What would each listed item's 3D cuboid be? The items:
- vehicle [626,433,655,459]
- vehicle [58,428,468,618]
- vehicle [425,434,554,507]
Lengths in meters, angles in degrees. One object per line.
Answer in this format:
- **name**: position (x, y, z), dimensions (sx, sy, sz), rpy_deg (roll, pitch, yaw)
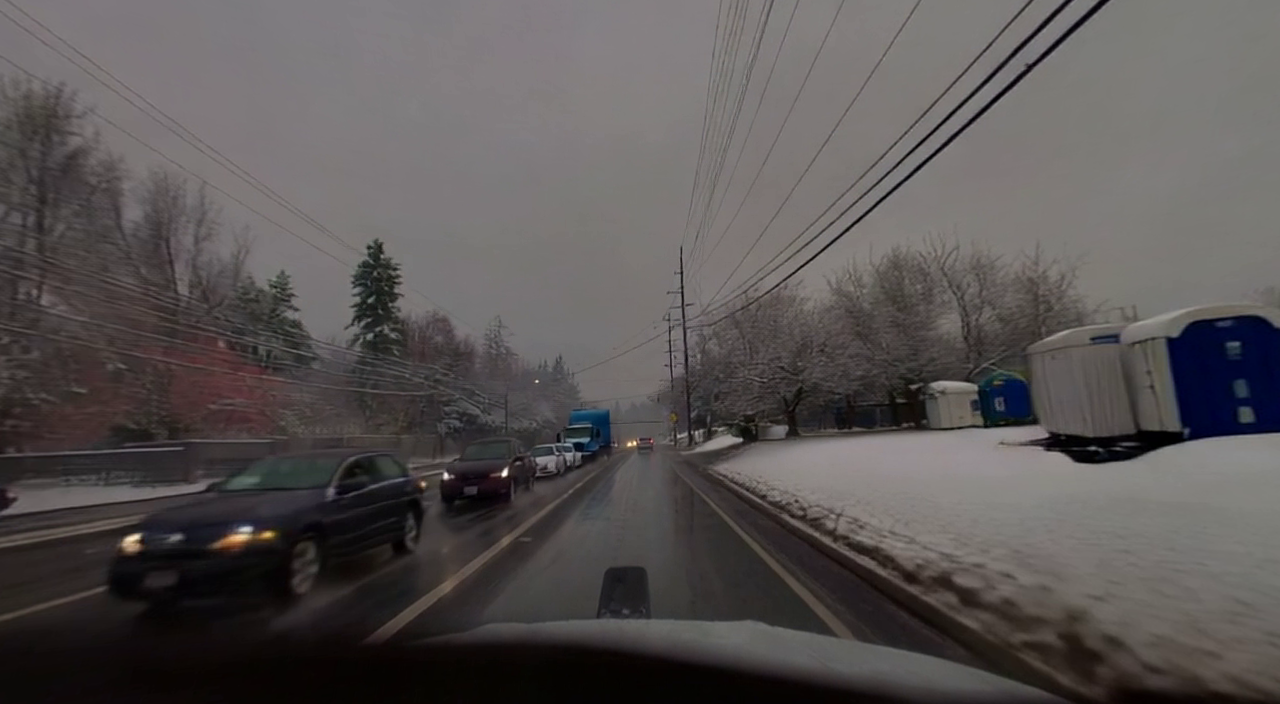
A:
- **vehicle**: position (0.013, 7.287, 48.817), dimensions (2.117, 1.861, 4.095), rpy_deg (0, -8, 0)
- **vehicle**: position (-3.517, 1.642, 7.040), dimensions (1.998, 1.466, 4.124), rpy_deg (0, -8, 0)
- **vehicle**: position (-3.403, 2.769, 15.244), dimensions (1.972, 1.486, 4.547), rpy_deg (0, -8, 1)
